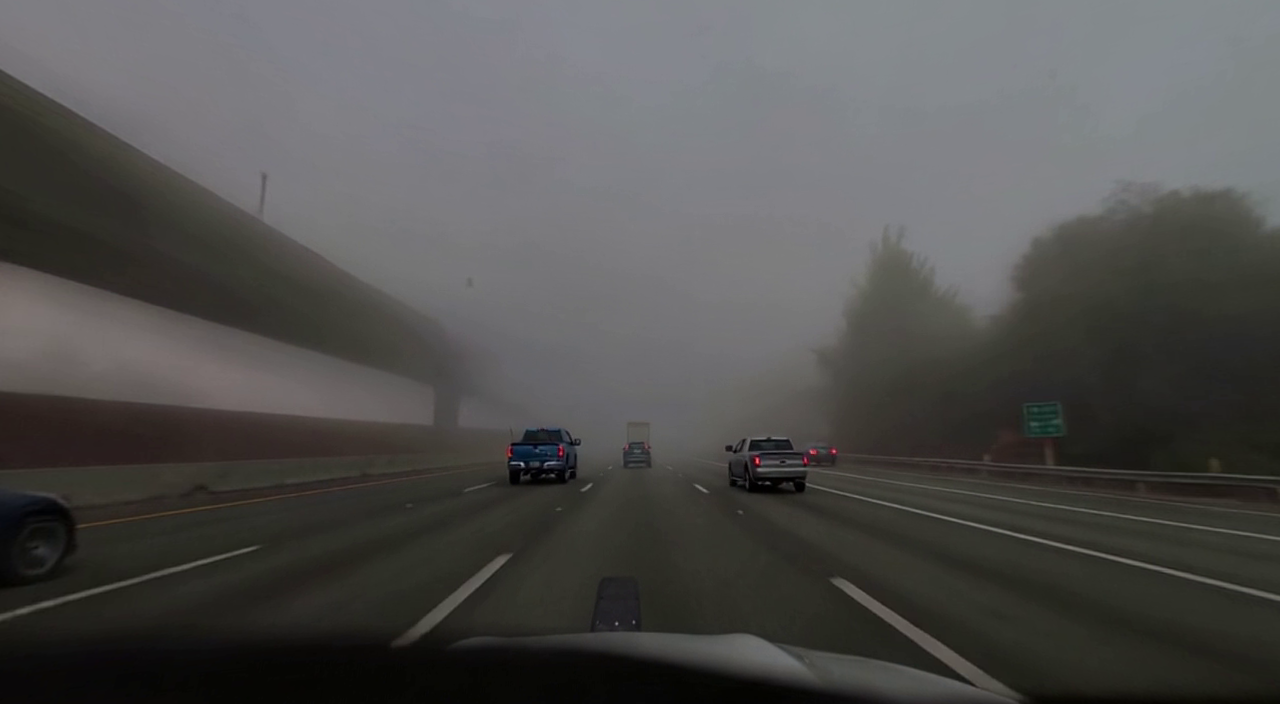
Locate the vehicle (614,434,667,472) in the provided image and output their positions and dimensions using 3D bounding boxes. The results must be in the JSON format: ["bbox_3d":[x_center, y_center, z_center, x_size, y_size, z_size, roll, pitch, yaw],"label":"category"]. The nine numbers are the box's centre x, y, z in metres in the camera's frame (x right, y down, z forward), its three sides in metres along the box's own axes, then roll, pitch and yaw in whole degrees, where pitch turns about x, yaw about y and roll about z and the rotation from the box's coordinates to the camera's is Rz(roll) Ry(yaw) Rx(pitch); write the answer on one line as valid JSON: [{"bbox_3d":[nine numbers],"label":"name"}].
[{"bbox_3d":[0.006,5.356,33.612,2.572,1.837,5.693,0,-9,0],"label":"vehicle"}]

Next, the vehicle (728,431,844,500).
[{"bbox_3d":[3.801,3.048,17.285,2.119,1.653,4.000,0,-9,-1],"label":"vehicle"}]

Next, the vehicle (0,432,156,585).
[{"bbox_3d":[-7.065,1.424,5.579,1.947,1.444,4.595,0,-9,0],"label":"vehicle"}]

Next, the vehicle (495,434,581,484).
[{"bbox_3d":[-3.785,4.099,24.485,2.535,1.715,5.030,0,-9,-1],"label":"vehicle"}]
